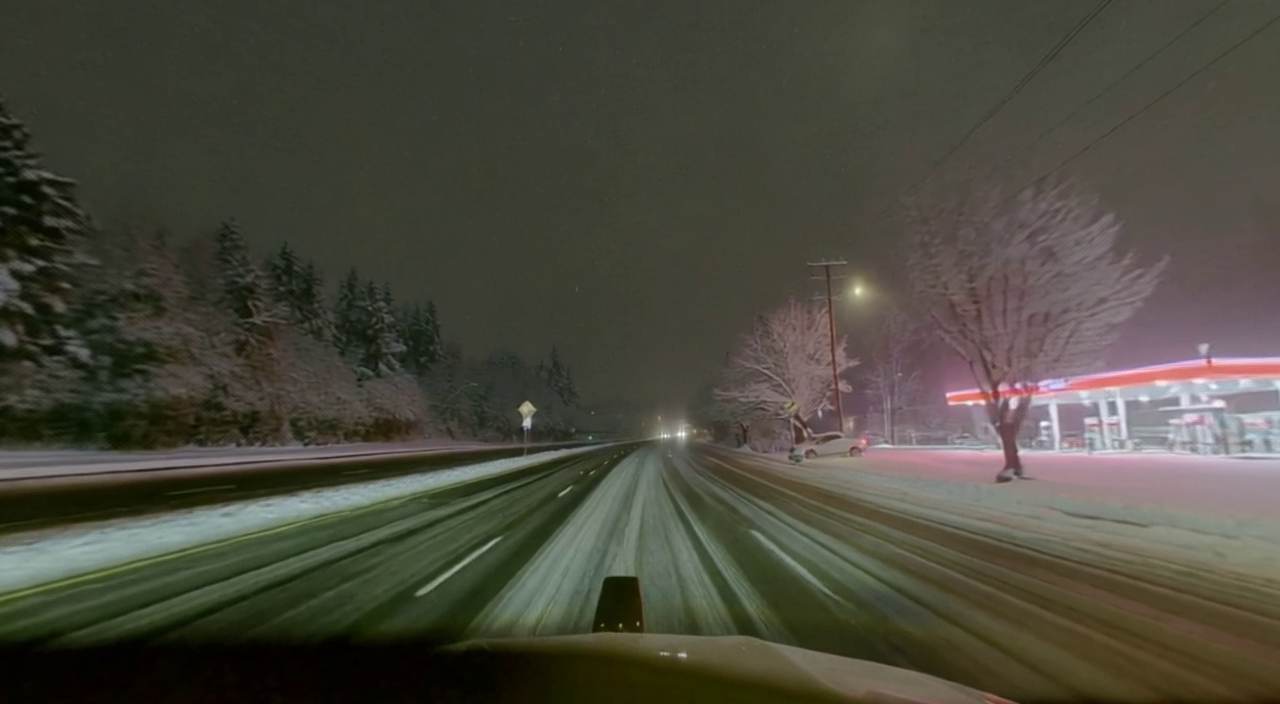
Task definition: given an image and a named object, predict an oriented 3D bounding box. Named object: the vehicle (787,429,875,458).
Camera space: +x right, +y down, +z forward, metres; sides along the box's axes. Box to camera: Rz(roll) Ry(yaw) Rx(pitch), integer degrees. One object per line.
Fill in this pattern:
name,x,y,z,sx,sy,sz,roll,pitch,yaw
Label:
vehicle,10.979,5.281,36.551,4.476,1.629,1.953,0,-8,-1
